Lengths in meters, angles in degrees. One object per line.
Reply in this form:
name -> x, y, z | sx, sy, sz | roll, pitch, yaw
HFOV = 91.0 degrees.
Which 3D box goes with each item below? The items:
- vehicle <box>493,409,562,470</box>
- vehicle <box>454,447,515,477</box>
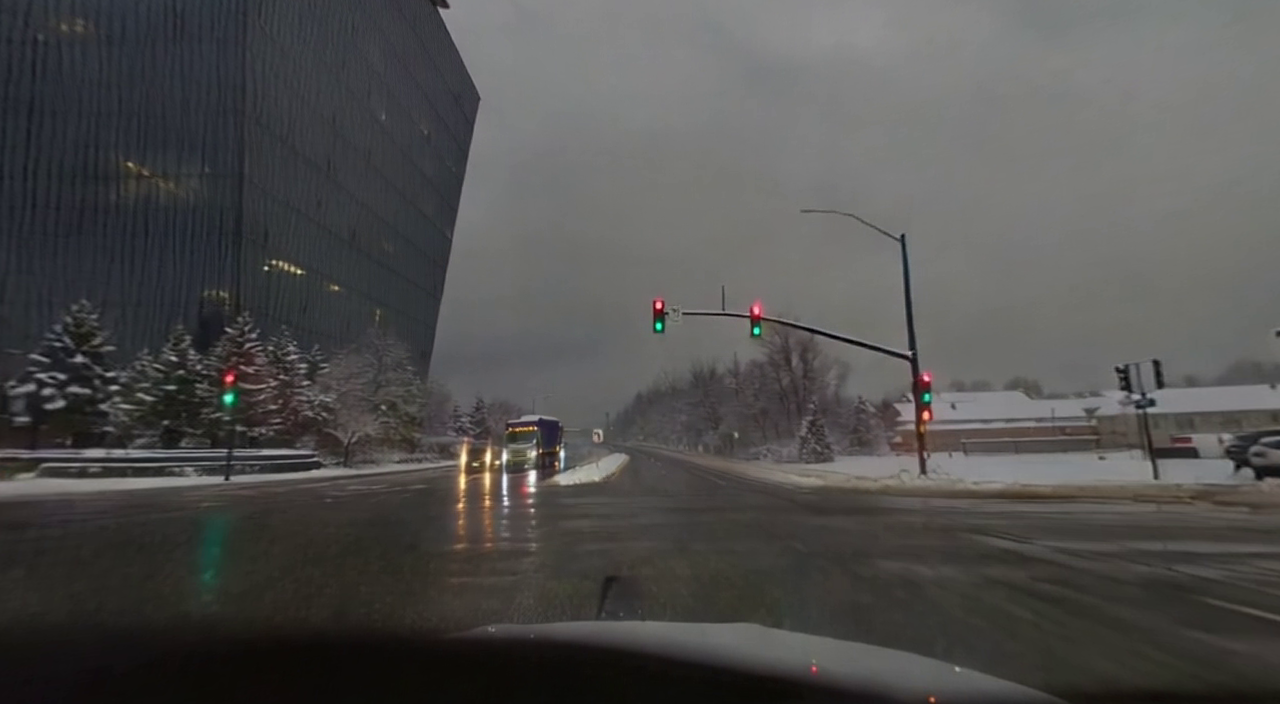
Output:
vehicle -> -7.987, 6.530, 46.563 | 3.109, 3.888, 11.000 | 1, -9, 0
vehicle -> -8.496, 6.039, 34.870 | 2.113, 1.535, 4.504 | 0, -9, 1
